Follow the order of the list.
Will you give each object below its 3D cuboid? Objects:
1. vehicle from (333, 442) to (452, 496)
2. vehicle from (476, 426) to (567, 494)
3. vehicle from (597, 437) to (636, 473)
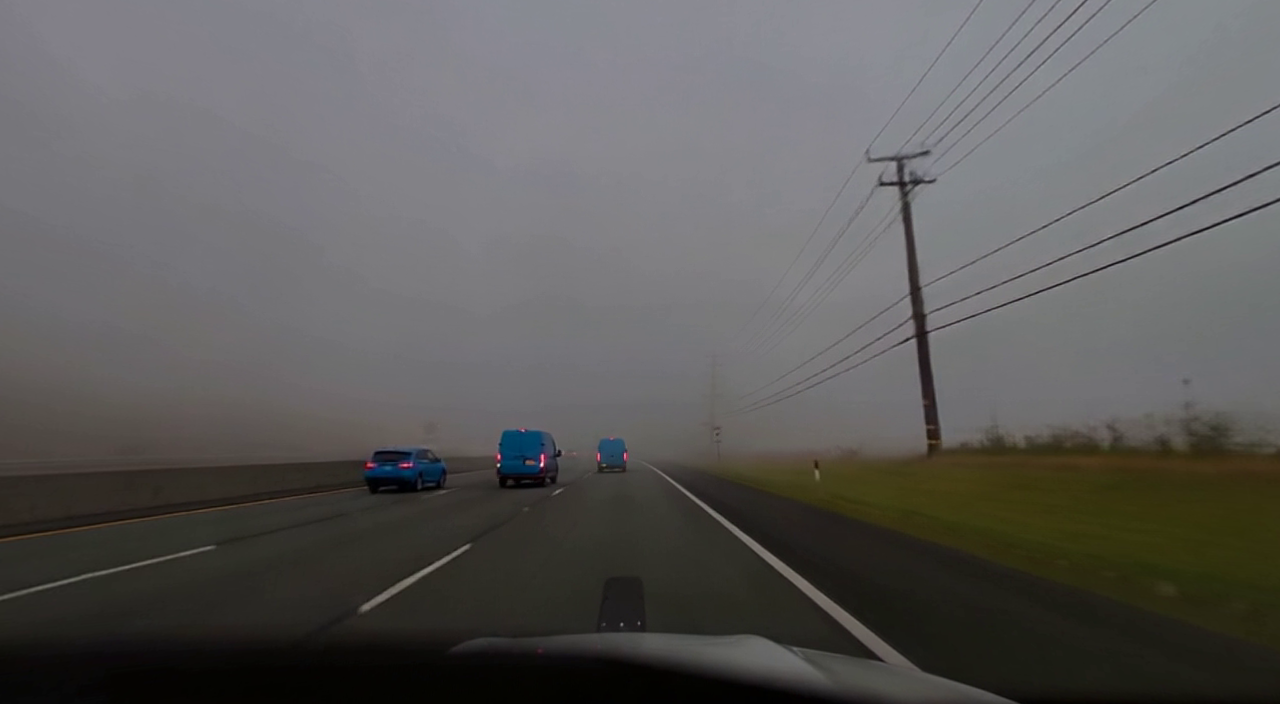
[{"bbox_3d":[-7.904,3.773,20.728,1.975,1.540,4.759,0,-9,0],"label":"vehicle"},{"bbox_3d":[-3.824,3.600,21.339,2.145,2.010,4.980,0,-9,0],"label":"vehicle"},{"bbox_3d":[-1.385,6.159,37.956,2.197,2.011,5.130,0,-9,-1],"label":"vehicle"}]
